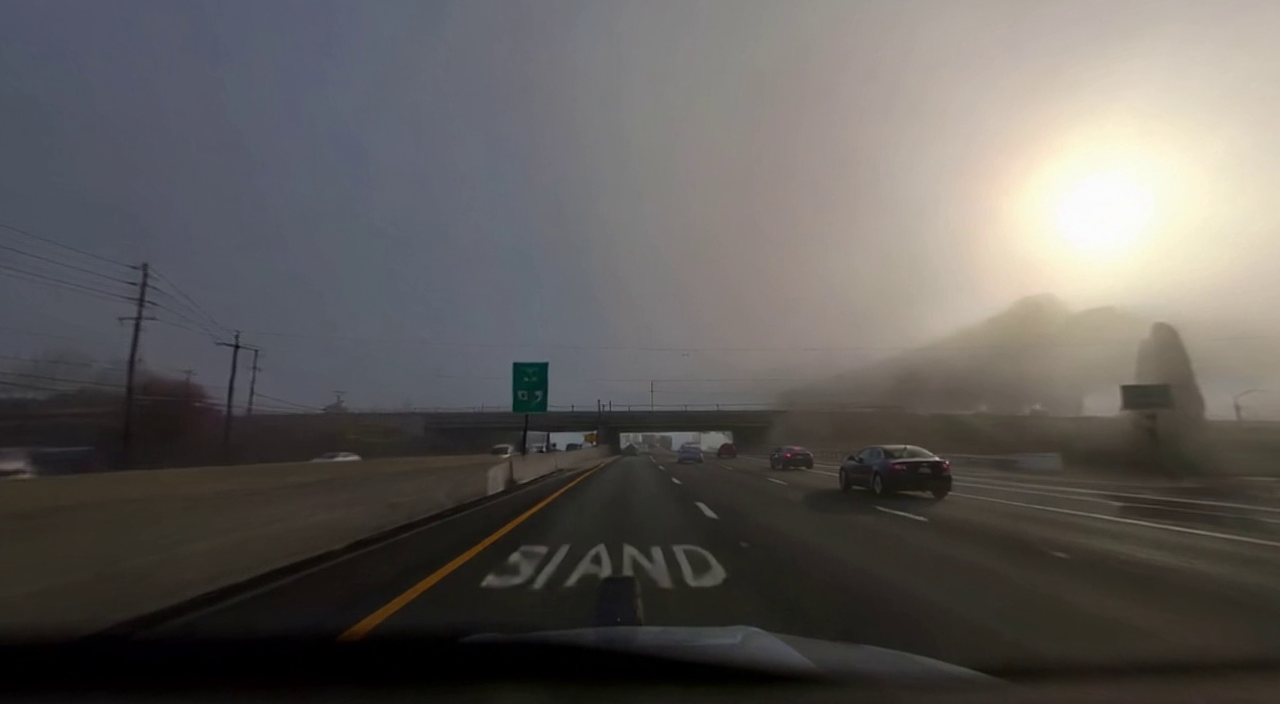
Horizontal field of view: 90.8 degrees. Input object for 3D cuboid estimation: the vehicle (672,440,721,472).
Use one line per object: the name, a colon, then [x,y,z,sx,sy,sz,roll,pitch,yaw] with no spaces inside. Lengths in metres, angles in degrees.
vehicle: [2.844,5.395,33.000,1.993,1.507,4.594,0,-8,-2]

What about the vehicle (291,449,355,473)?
vehicle: [-21.059,7.250,42.195,1.836,1.481,4.514,0,-8,1]

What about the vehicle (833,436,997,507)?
vehicle: [6.567,2.884,15.764,1.952,1.489,4.483,0,-8,-2]

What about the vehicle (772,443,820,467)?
vehicle: [9.779,6.487,39.944,1.838,1.440,4.121,0,-8,-2]
